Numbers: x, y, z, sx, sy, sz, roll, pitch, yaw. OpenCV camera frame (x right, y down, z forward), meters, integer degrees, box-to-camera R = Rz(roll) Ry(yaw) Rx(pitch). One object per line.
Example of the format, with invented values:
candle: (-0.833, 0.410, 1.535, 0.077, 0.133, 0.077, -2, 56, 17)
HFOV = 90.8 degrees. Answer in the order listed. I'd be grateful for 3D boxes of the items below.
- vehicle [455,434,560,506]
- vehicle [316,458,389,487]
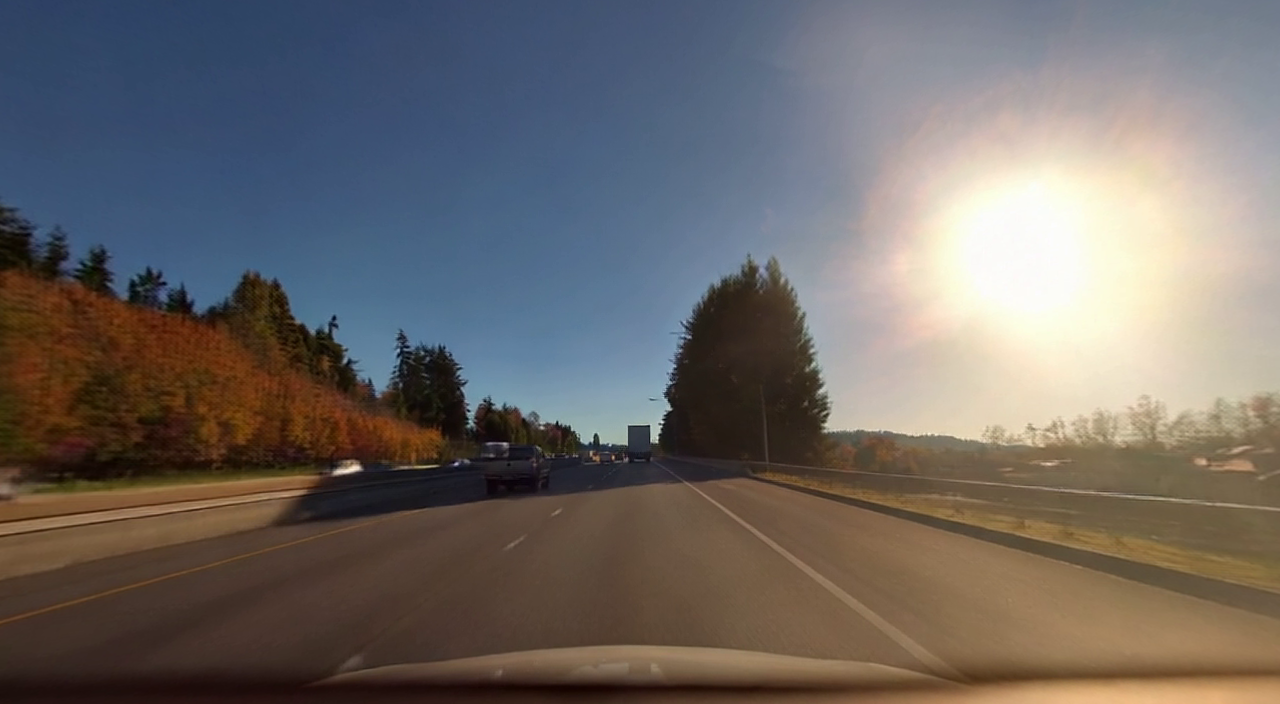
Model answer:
vehicle: (-3.748, 3.448, 18.806, 2.079, 1.845, 4.654, 0, -9, 1)
vehicle: (-17.392, 7.286, 38.495, 1.960, 1.575, 5.256, 0, -9, 0)
